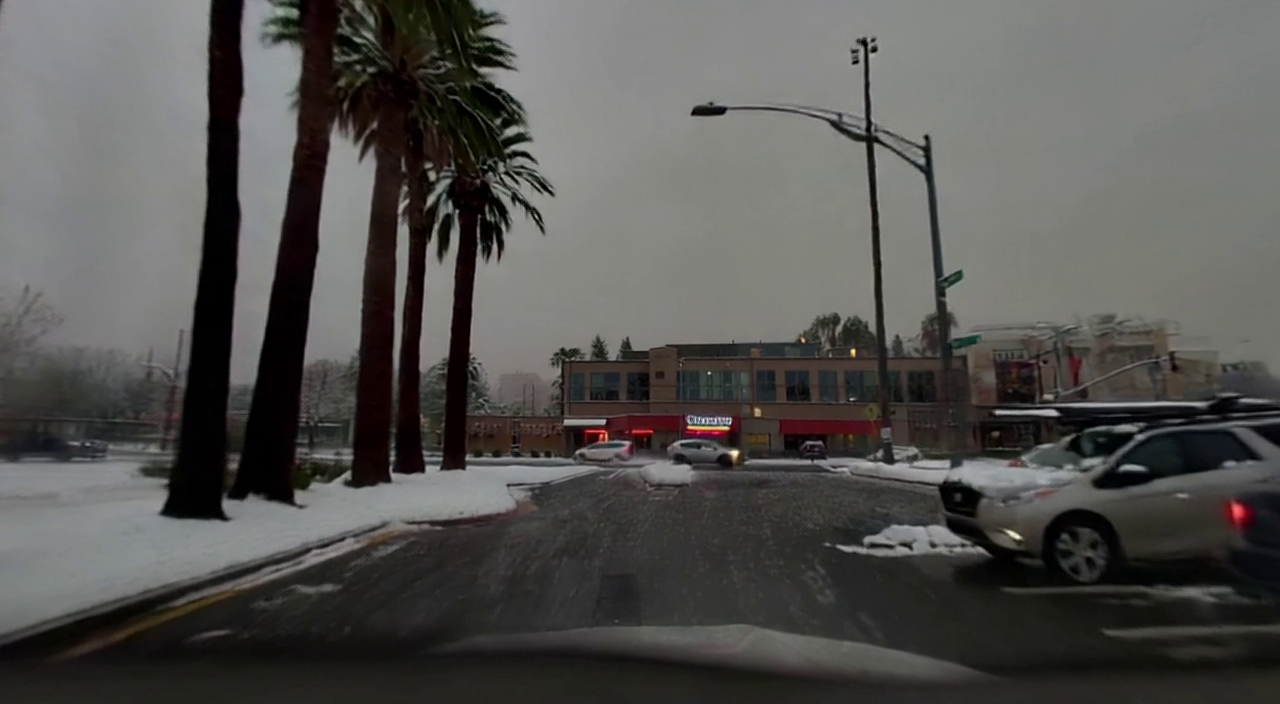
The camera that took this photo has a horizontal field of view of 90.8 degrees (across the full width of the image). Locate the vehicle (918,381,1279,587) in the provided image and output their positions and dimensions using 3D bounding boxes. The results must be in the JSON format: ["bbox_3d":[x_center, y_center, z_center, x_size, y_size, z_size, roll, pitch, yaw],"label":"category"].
[{"bbox_3d":[5.883,1.368,6.990,4.656,1.886,1.915,0,-9,-3],"label":"vehicle"}]

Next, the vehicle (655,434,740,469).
[{"bbox_3d":[2.954,5.238,33.209,4.211,1.756,2.158,0,-9,-2],"label":"vehicle"}]

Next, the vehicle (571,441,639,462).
[{"bbox_3d":[-2.491,7.278,46.125,4.850,1.472,1.777,0,-9,-1],"label":"vehicle"}]

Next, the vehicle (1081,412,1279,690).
[{"bbox_3d":[5.824,1.128,3.992,4.742,1.506,1.919,0,-7,-5],"label":"vehicle"}]
